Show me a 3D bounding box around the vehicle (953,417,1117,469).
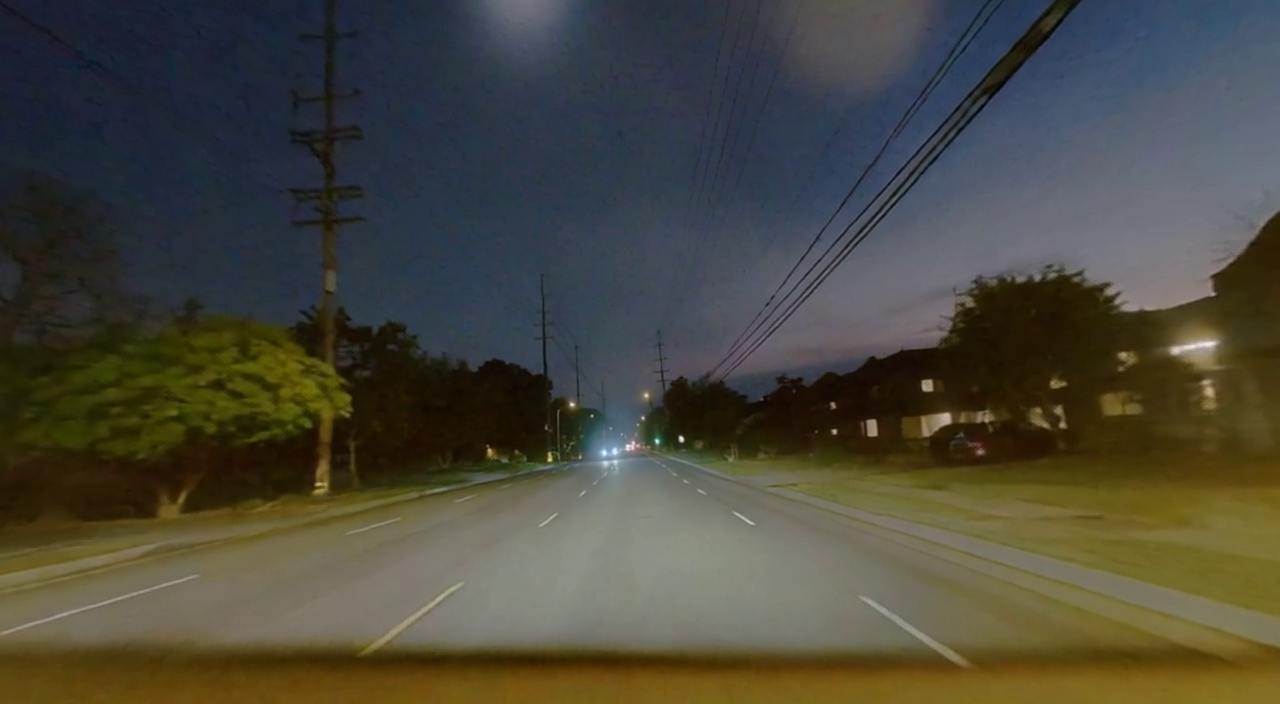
[{"bbox_3d":[14.078,3.267,22.687,4.512,1.701,2.017,-1,-8,-2],"label":"vehicle"}]
